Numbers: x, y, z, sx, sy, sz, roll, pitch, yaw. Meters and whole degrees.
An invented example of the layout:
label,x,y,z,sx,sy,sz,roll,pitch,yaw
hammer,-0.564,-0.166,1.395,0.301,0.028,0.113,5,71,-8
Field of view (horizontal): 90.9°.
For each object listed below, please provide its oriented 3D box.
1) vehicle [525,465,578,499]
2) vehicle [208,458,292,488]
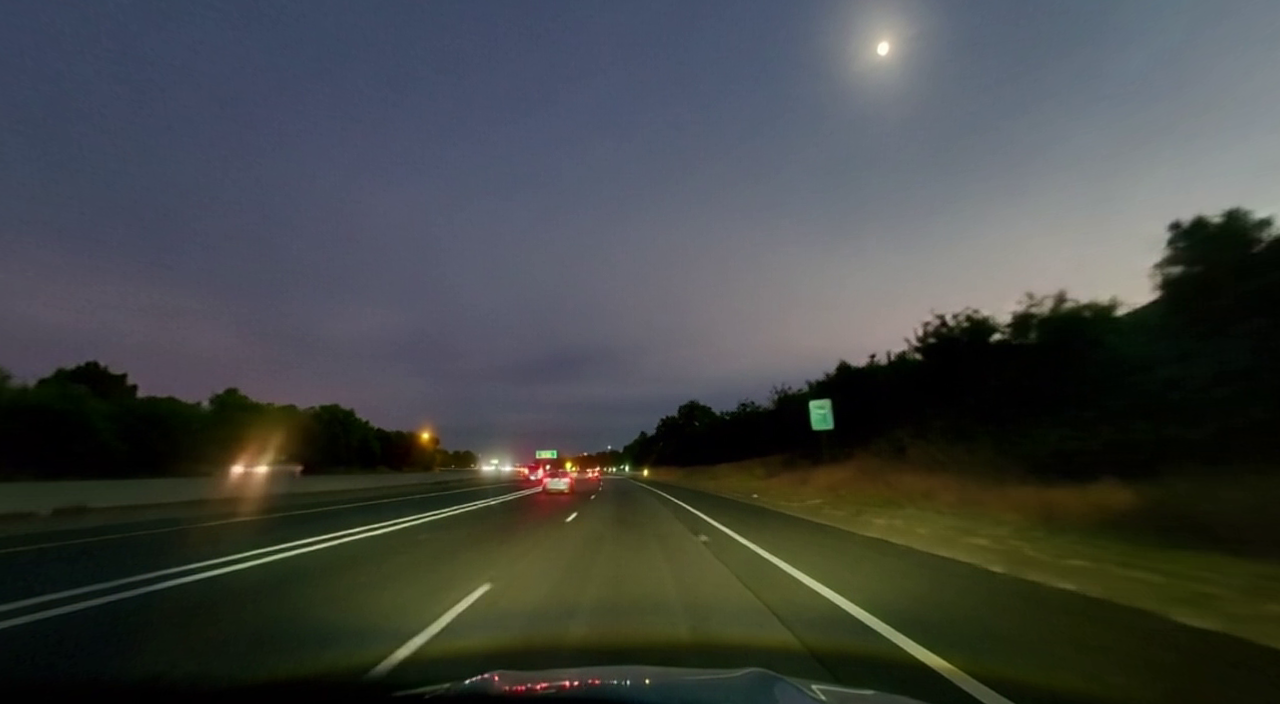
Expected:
label,x,y,z,sx,sy,sz,roll,pitch,yaw
vehicle,-4.394,6.544,31.977,2.115,1.546,4.638,1,-10,-2
vehicle,-21.514,6.689,34.988,2.038,1.509,4.205,1,-10,-2
